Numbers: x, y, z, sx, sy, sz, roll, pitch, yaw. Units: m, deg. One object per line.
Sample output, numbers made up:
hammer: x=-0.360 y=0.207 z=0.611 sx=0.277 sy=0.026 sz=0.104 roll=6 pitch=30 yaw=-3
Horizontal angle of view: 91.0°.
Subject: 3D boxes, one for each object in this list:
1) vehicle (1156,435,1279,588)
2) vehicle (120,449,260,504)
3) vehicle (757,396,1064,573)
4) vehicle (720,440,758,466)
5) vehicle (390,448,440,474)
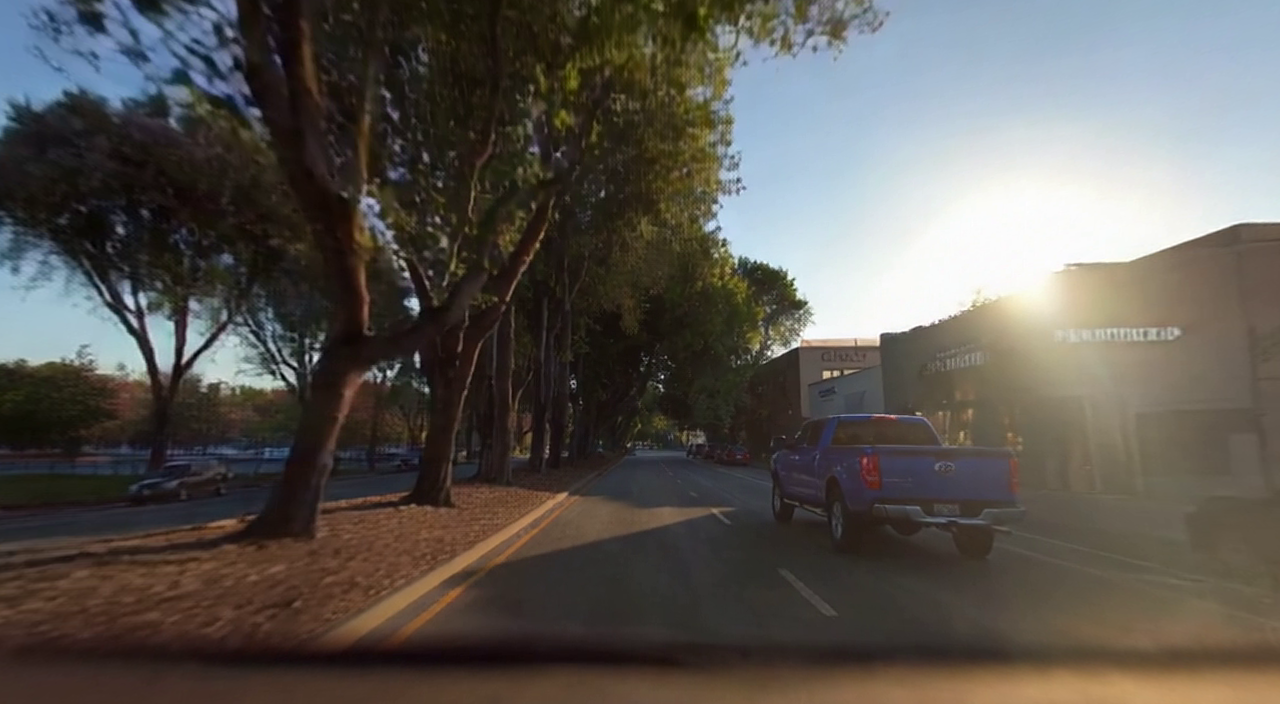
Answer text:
vehicle: x=7.561 y=1.515 z=5.597 sx=2.076 sy=1.536 sz=4.423 roll=1 pitch=-8 yaw=-2
vehicle: x=-15.951 y=4.376 z=22.675 sx=1.913 sy=1.734 sz=4.357 roll=0 pitch=-8 yaw=-2
vehicle: x=3.325 y=1.781 z=9.312 sx=2.085 sy=1.828 sz=5.383 roll=0 pitch=-8 yaw=-1
vehicle: x=7.431 y=7.640 z=47.825 sx=1.961 sy=1.840 sz=5.264 roll=0 pitch=-8 yaw=-1
vehicle: x=-16.023 y=7.771 z=45.072 sx=1.919 sy=1.616 sz=4.723 roll=-2 pitch=-8 yaw=-1
